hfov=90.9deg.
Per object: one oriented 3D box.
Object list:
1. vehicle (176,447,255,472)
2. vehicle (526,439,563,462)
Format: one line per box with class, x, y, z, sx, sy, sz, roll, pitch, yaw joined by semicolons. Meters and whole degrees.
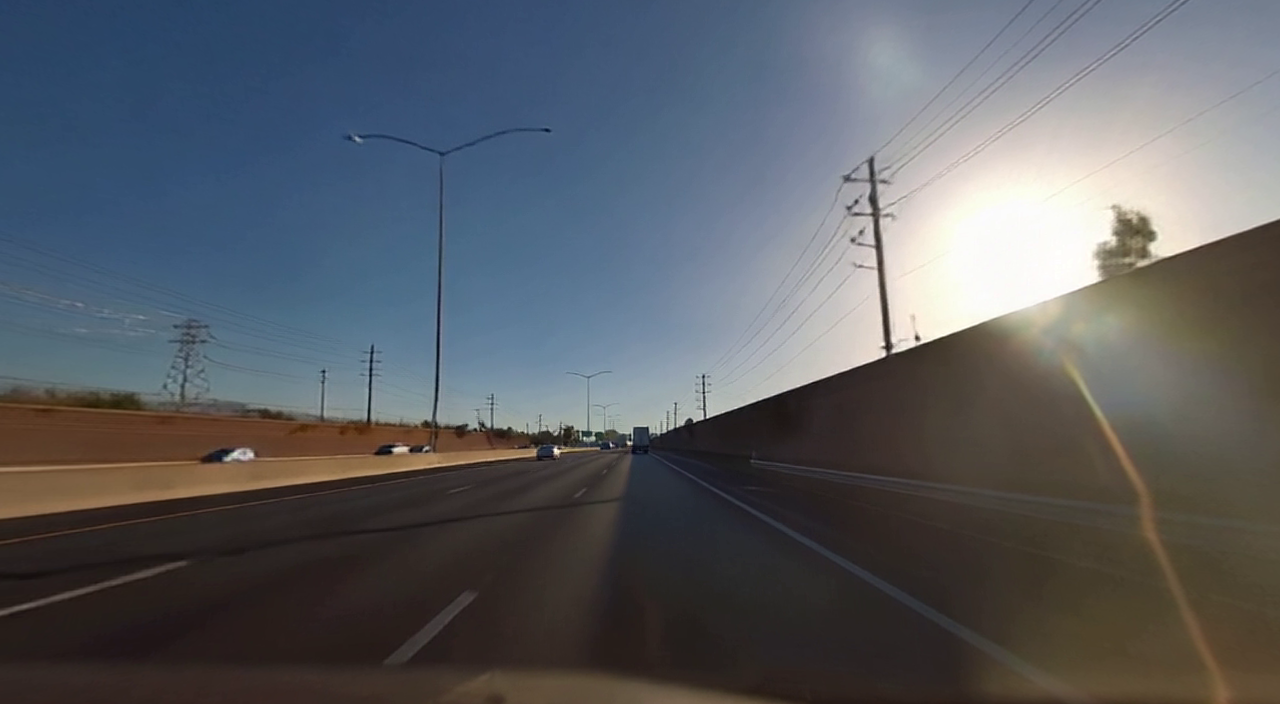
vehicle;-26.690;6.738;39.827;1.803;1.470;4.582;0;-8;0
vehicle;-7.225;7.512;48.244;2.064;1.642;4.389;0;-8;1
